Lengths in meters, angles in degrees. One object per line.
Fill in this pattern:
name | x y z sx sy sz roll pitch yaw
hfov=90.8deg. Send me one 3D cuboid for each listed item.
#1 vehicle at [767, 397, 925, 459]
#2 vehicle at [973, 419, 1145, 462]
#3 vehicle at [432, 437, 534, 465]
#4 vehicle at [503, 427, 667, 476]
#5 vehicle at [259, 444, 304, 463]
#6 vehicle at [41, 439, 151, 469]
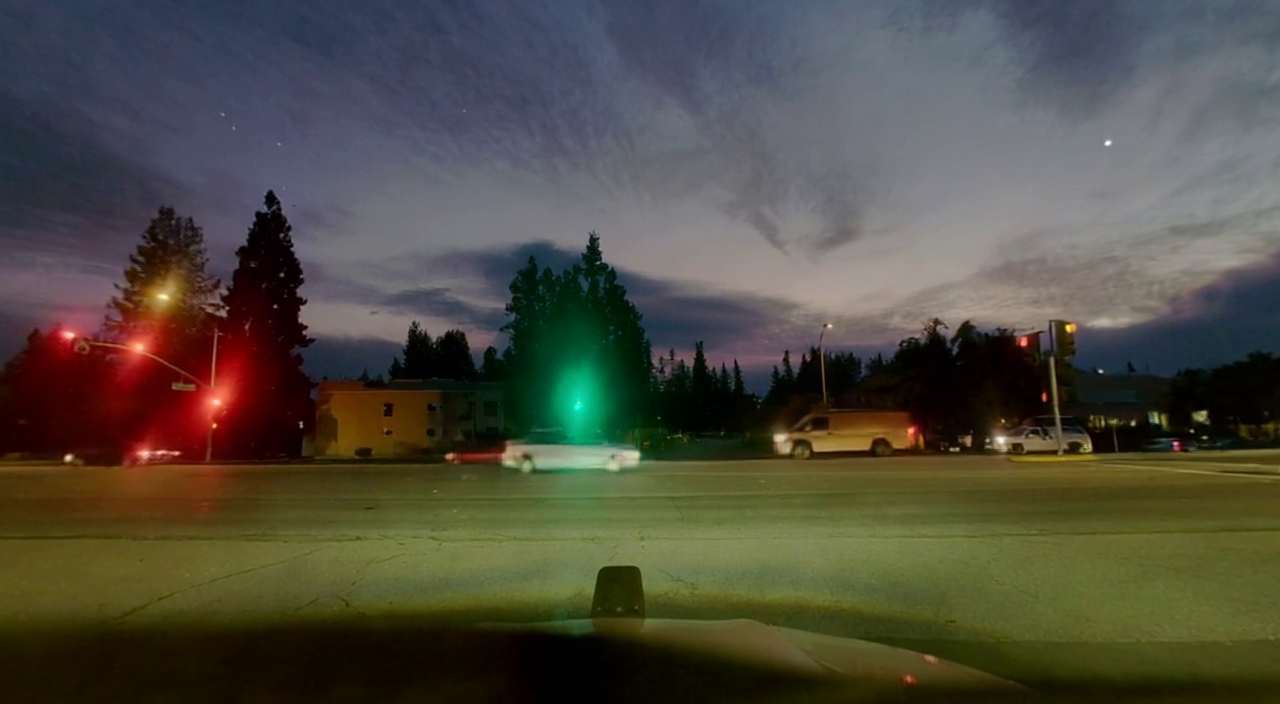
vehicle | 11.014 4.203 34.580 7.790 3.197 2.653 -2 -9 10
vehicle | 15.024 3.217 22.943 4.749 1.461 1.892 -1 -9 9
vehicle | -8.311 5.259 33.640 4.860 1.441 1.934 -2 -9 11
vehicle | -1.692 3.186 20.257 4.836 1.445 2.057 -2 -9 10
vehicle | -28.055 7.917 49.536 2.235 1.417 4.272 3 -9 -19
vehicle | -30.158 5.645 35.081 4.677 1.593 2.029 -2 -9 10
